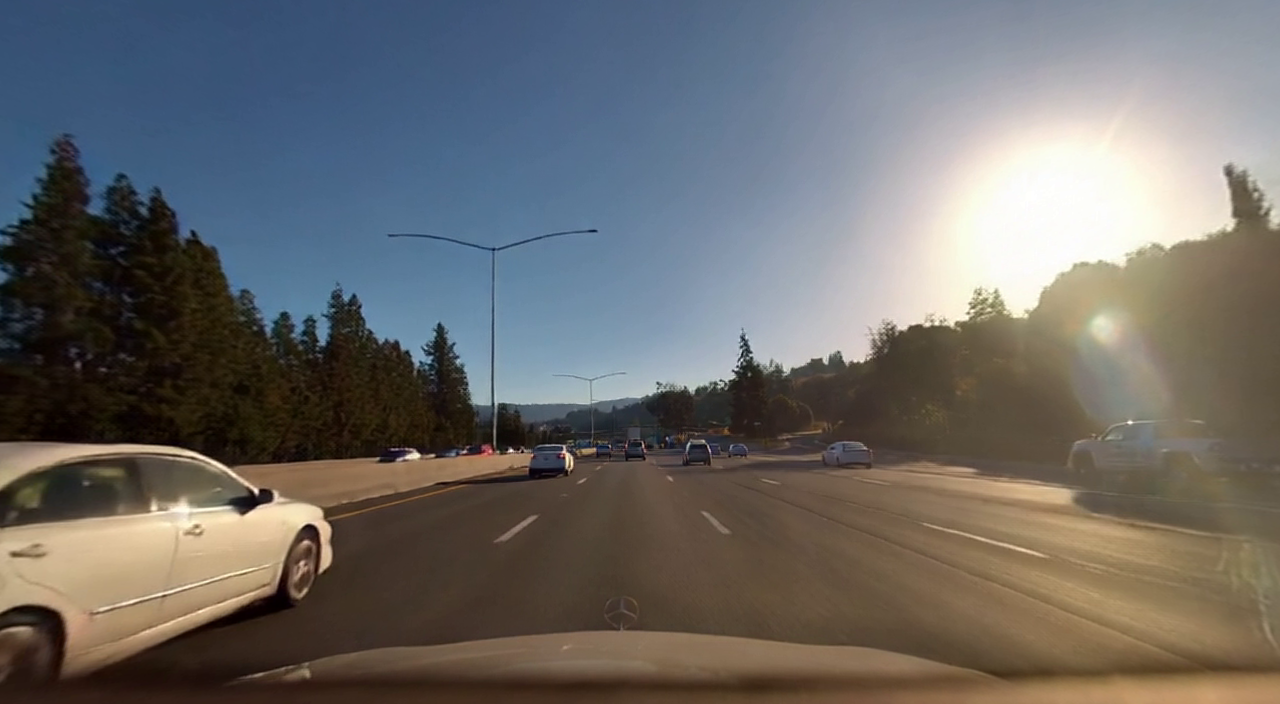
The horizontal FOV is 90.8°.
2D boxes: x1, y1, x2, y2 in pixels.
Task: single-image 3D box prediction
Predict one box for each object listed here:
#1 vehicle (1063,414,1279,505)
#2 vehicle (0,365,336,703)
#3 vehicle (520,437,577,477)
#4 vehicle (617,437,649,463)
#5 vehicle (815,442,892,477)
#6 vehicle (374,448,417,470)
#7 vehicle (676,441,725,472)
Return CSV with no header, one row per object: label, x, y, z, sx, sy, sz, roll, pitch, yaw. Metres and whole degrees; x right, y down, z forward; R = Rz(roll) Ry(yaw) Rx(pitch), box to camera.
vehicle,12.908,2.517,15.141,2.076,1.799,4.871,0,-8,-1
vehicle,-3.612,0.974,3.078,2.119,1.654,4.353,0,-8,-1
vehicle,-4.046,4.729,28.663,1.992,1.651,4.185,0,-8,-1
vehicle,-0.516,7.119,46.023,2.192,1.813,4.864,0,-8,-1
vehicle,9.366,4.736,28.063,1.910,1.384,3.867,1,-8,-3
vehicle,-16.597,7.236,42.968,1.533,1.384,3.386,0,-8,0
vehicle,3.057,5.375,32.823,2.007,1.469,4.337,0,-8,-2
